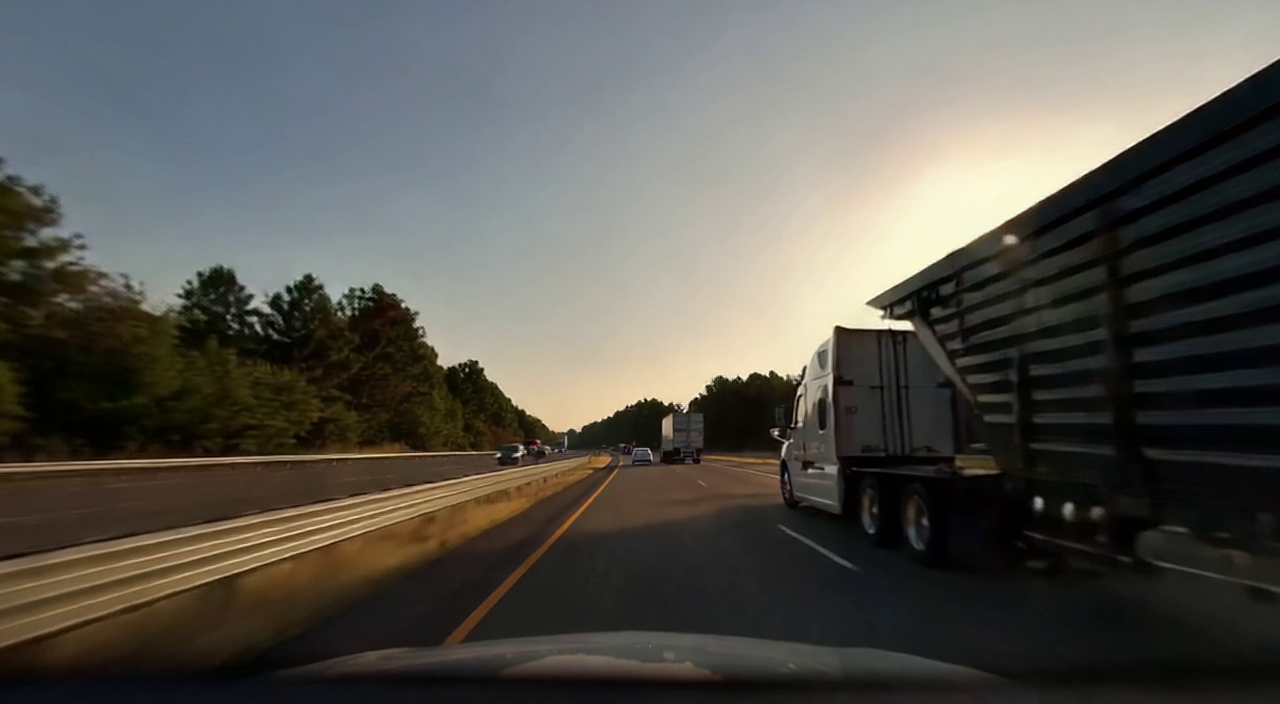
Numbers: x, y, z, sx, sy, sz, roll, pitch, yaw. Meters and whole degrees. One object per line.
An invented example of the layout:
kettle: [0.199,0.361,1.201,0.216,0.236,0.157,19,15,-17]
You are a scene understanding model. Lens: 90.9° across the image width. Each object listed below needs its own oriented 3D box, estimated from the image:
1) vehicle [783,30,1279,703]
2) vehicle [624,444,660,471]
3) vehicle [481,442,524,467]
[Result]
vehicle: [4.539,0.491,5.012,2.867,3.571,14.305,0,-9,-2]
vehicle: [0.077,6.397,38.350,2.051,1.513,4.511,0,-9,-2]
vehicle: [-9.382,7.023,43.353,2.020,1.618,4.287,0,-9,0]
